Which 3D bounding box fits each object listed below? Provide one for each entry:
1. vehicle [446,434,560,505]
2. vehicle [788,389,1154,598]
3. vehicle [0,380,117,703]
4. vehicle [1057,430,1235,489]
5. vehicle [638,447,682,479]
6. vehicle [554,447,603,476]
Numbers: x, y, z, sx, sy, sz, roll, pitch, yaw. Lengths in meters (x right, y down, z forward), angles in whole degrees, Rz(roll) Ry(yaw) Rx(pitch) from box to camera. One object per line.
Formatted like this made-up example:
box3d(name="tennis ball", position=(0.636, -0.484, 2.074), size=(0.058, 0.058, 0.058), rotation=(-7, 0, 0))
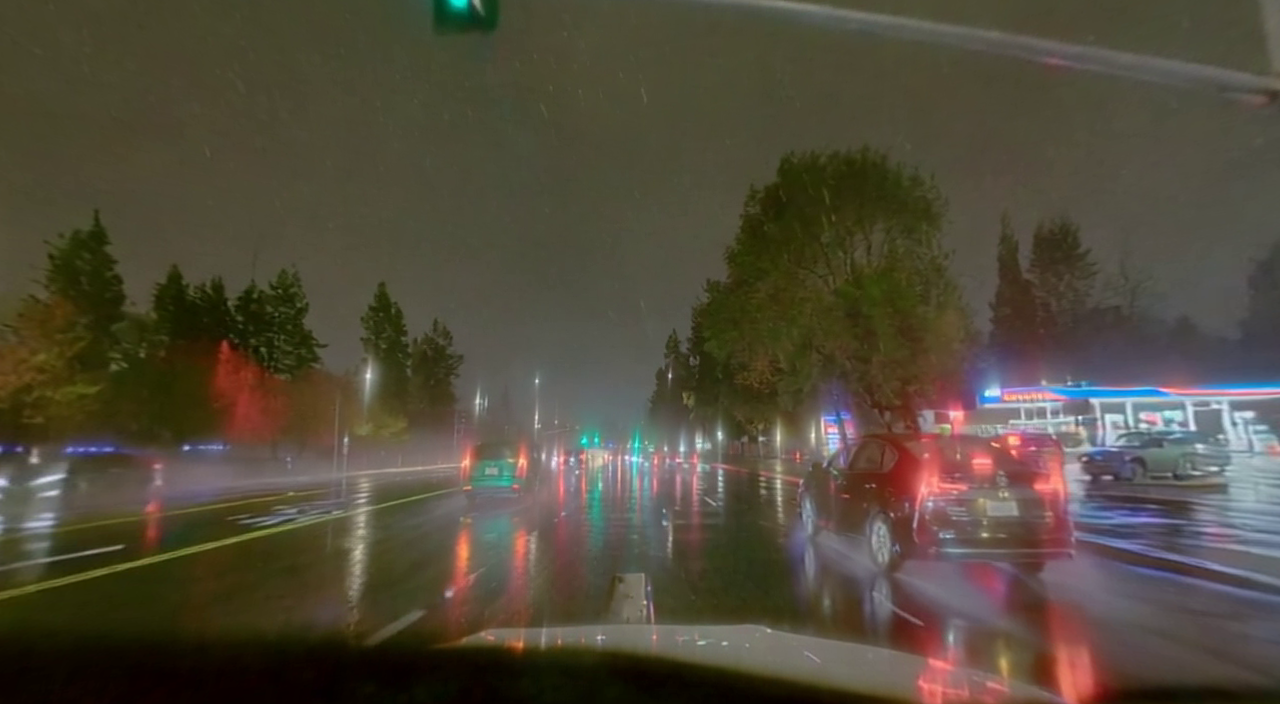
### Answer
box3d(name="vehicle", position=(-3.613, 3.204, 17.710), size=(2.023, 1.687, 4.874), rotation=(0, -9, 1))
box3d(name="vehicle", position=(3.436, 1.570, 7.845), size=(1.992, 1.805, 4.549), rotation=(0, -9, -1))
box3d(name="vehicle", position=(-3.495, 0.606, 0.570), size=(2.095, 1.517, 4.512), rotation=(0, -9, 1))
box3d(name="vehicle", position=(16.732, 3.571, 21.290), size=(2.110, 1.744, 4.928), rotation=(-1, -8, 3))
box3d(name="vehicle", position=(0.897, 5.340, 30.694), size=(1.994, 1.433, 3.894), rotation=(0, -8, -1))
box3d(name="vehicle", position=(-3.183, 5.790, 33.603), size=(1.995, 1.436, 4.500), rotation=(0, -8, 2))
